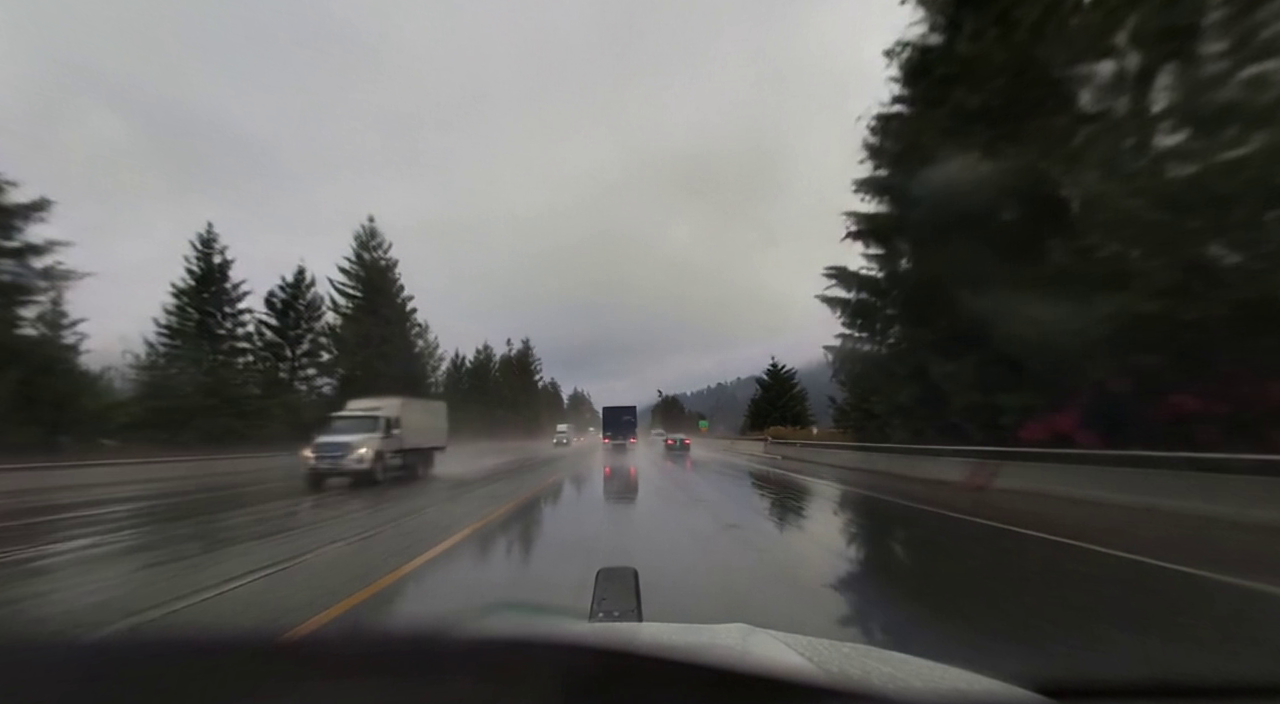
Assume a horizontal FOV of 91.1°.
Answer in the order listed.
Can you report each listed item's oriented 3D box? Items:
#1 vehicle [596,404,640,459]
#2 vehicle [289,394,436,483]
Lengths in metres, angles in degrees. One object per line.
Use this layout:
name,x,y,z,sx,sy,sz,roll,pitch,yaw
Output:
vehicle,-1.391,4.980,39.203,2.450,3.098,6.965,0,-8,-2
vehicle,-9.819,3.152,23.106,2.568,2.809,6.308,0,-8,-1
